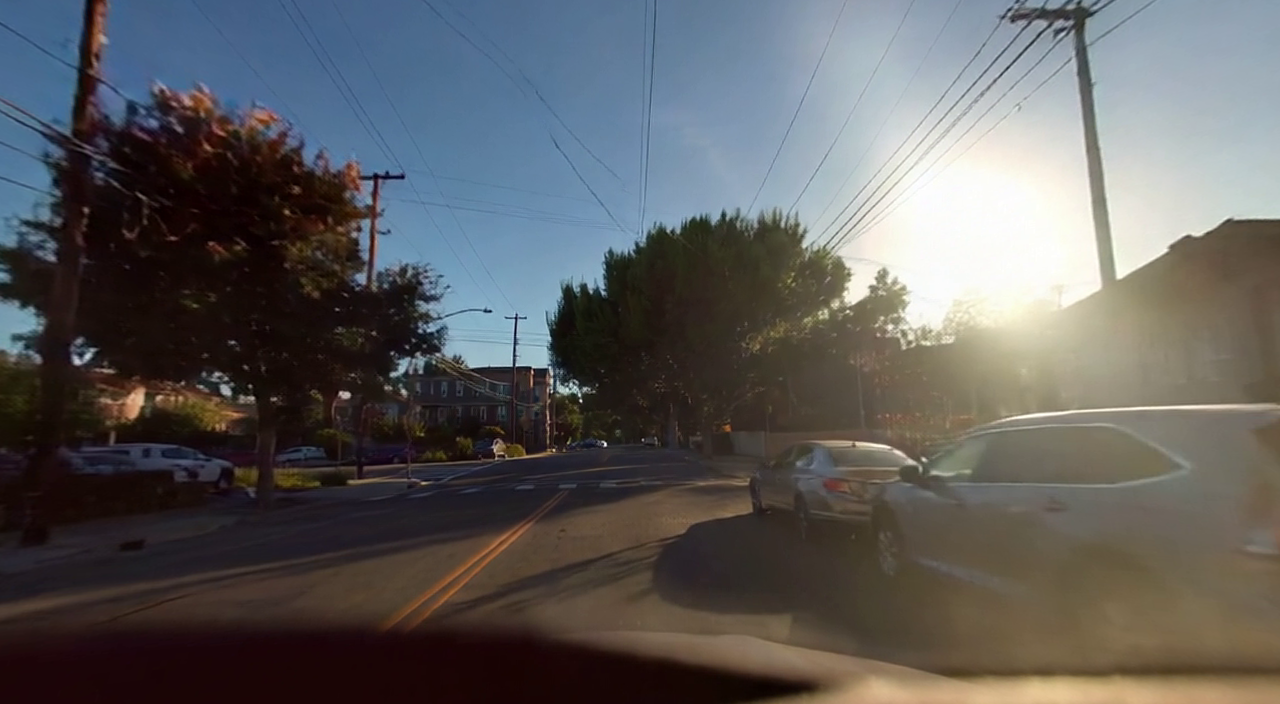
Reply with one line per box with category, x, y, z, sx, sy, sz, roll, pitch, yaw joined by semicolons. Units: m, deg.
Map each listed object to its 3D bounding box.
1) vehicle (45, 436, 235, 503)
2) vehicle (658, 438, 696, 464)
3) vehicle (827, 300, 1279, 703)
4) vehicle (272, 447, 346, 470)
vehicle;-16.888;3.932;21.615;4.822;1.868;2.015;3;-10;-38
vehicle;2.318;6.313;40.381;1.999;1.604;4.065;0;-9;-2
vehicle;3.164;1.047;4.335;2.146;1.781;4.634;0;-9;-3
vehicle;-25.157;8.118;48.200;1.814;1.462;4.703;-8;-9;30
